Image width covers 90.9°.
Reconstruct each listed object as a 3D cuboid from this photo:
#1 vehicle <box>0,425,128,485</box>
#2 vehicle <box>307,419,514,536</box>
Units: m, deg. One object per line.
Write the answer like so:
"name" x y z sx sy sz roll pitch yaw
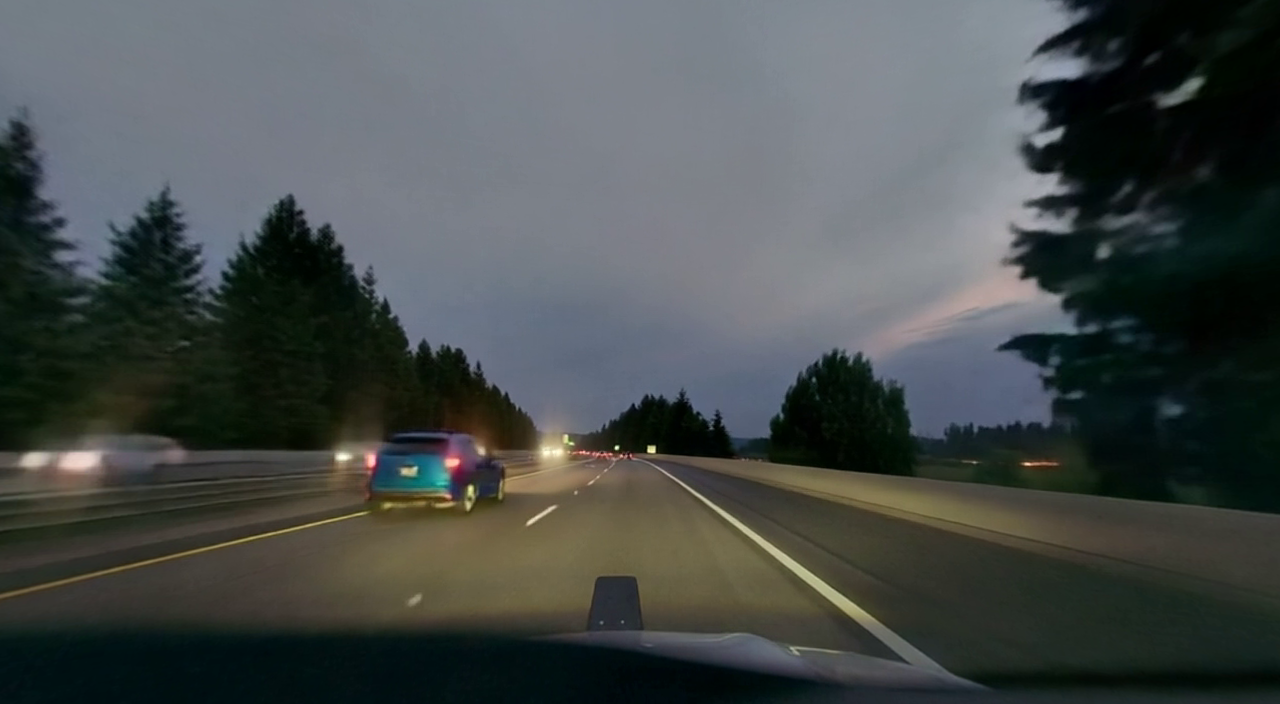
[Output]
"vehicle" -16.898 2.823 17.300 1.825 1.477 4.578 0 -9 0
"vehicle" -3.952 2.267 11.903 2.135 1.755 4.476 0 -9 1
